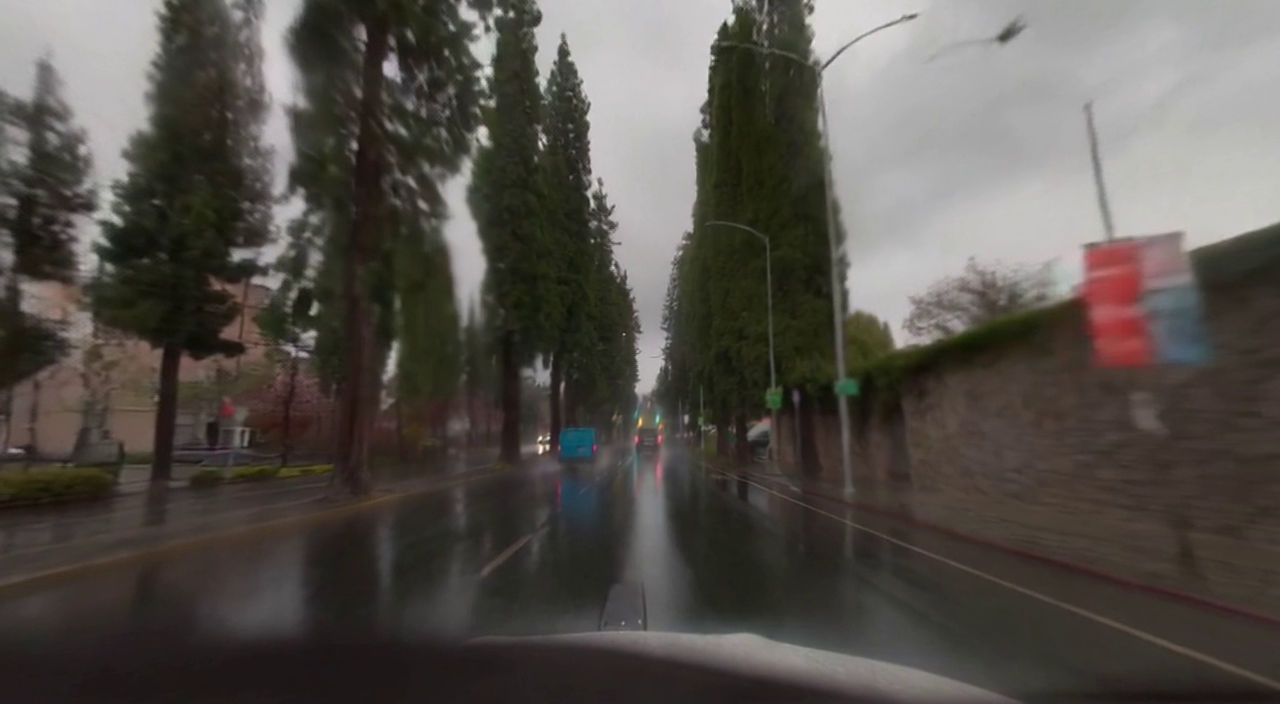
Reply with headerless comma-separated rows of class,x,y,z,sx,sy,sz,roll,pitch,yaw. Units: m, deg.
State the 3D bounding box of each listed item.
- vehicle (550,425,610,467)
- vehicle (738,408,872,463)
vehicle,-2.779,4.518,30.138,2.281,1.837,4.845,0,-8,1
vehicle,9.509,4.888,36.964,7.177,2.935,3.132,0,-7,6
